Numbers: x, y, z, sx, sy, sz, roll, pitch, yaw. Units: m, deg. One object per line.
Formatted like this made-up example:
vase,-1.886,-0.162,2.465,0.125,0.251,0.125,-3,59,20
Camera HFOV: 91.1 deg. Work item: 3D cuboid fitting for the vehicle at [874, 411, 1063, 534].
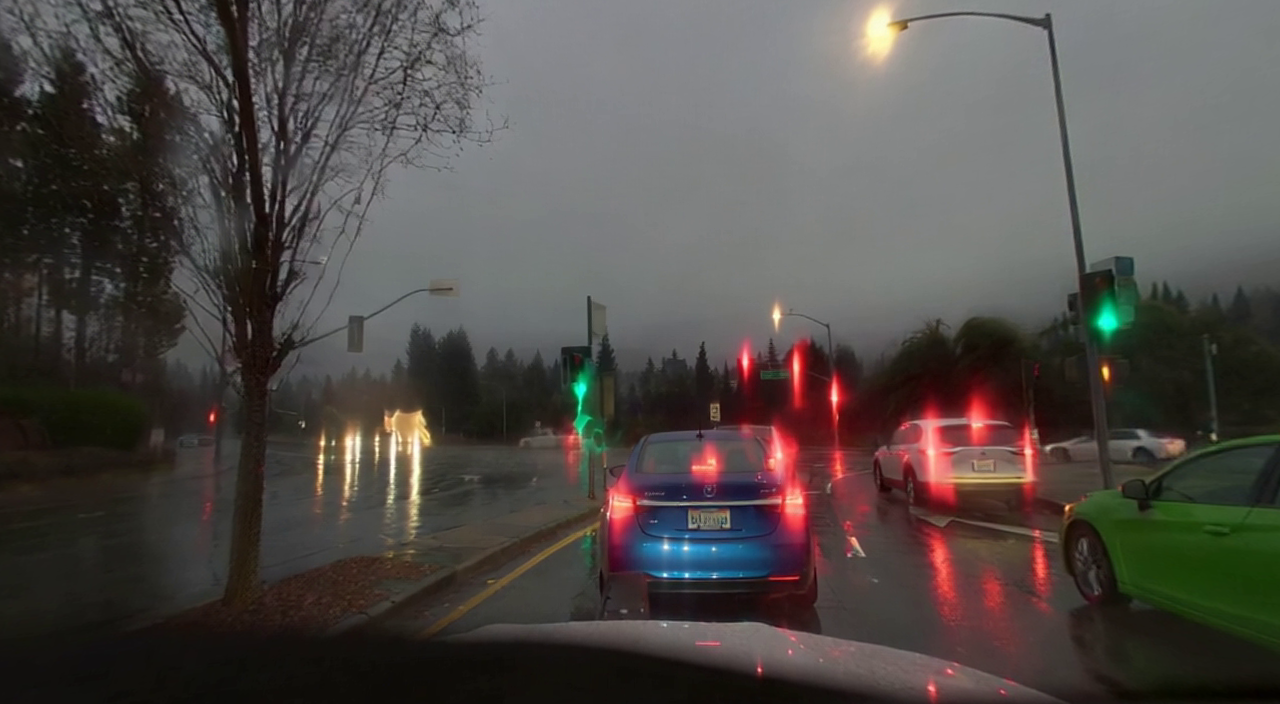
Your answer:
vehicle,5.538,2.045,11.289,2.102,1.717,4.373,-2,-9,16

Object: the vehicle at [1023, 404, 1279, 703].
vehicle,4.243,1.058,3.371,1.954,1.508,4.441,-1,-8,6

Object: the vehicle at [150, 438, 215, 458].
vehicle,-35.404,7.433,48.629,1.652,1.433,3.733,-7,-11,40

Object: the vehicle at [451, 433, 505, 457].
vehicle,-12.474,7.119,48.192,1.972,1.705,4.457,8,-11,-44

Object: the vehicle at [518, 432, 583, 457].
vehicle,-5.973,6.107,41.553,1.932,1.573,4.509,8,-12,-44

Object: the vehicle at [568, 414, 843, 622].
vehicle,0.850,1.499,6.693,2.052,1.483,3.928,-2,-8,12
